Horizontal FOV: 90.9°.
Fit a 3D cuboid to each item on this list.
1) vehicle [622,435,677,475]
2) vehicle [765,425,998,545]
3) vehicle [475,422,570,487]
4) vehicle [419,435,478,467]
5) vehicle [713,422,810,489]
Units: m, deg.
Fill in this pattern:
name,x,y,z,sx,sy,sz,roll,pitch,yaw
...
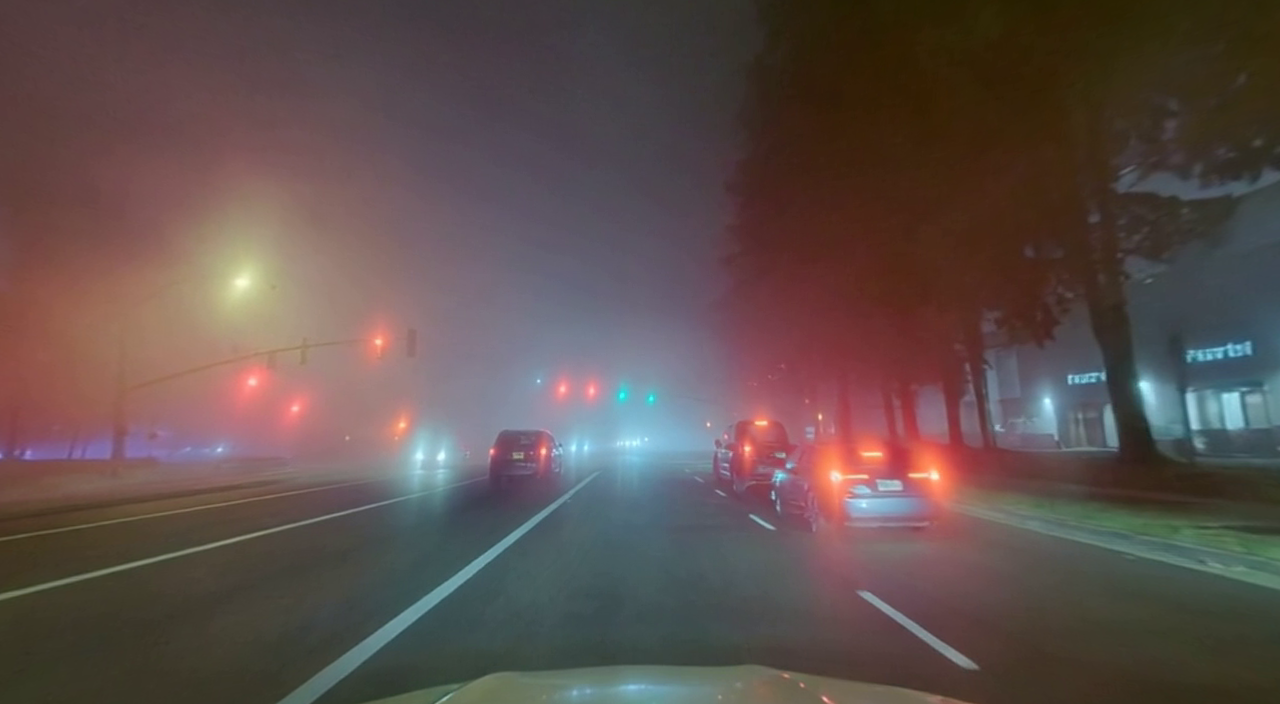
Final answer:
name,x,y,z,sx,sy,sz,roll,pitch,yaw
vehicle,0.296,3.999,24.688,1.971,1.433,3.923,0,-8,-1
vehicle,3.419,1.958,9.944,1.913,1.463,4.198,0,-8,-1
vehicle,-3.438,3.112,19.362,2.023,1.720,4.452,0,-8,1
vehicle,-10.439,5.403,34.597,1.989,1.598,4.054,-1,-8,0
vehicle,3.465,3.047,18.821,1.992,1.744,4.183,0,-8,-1
